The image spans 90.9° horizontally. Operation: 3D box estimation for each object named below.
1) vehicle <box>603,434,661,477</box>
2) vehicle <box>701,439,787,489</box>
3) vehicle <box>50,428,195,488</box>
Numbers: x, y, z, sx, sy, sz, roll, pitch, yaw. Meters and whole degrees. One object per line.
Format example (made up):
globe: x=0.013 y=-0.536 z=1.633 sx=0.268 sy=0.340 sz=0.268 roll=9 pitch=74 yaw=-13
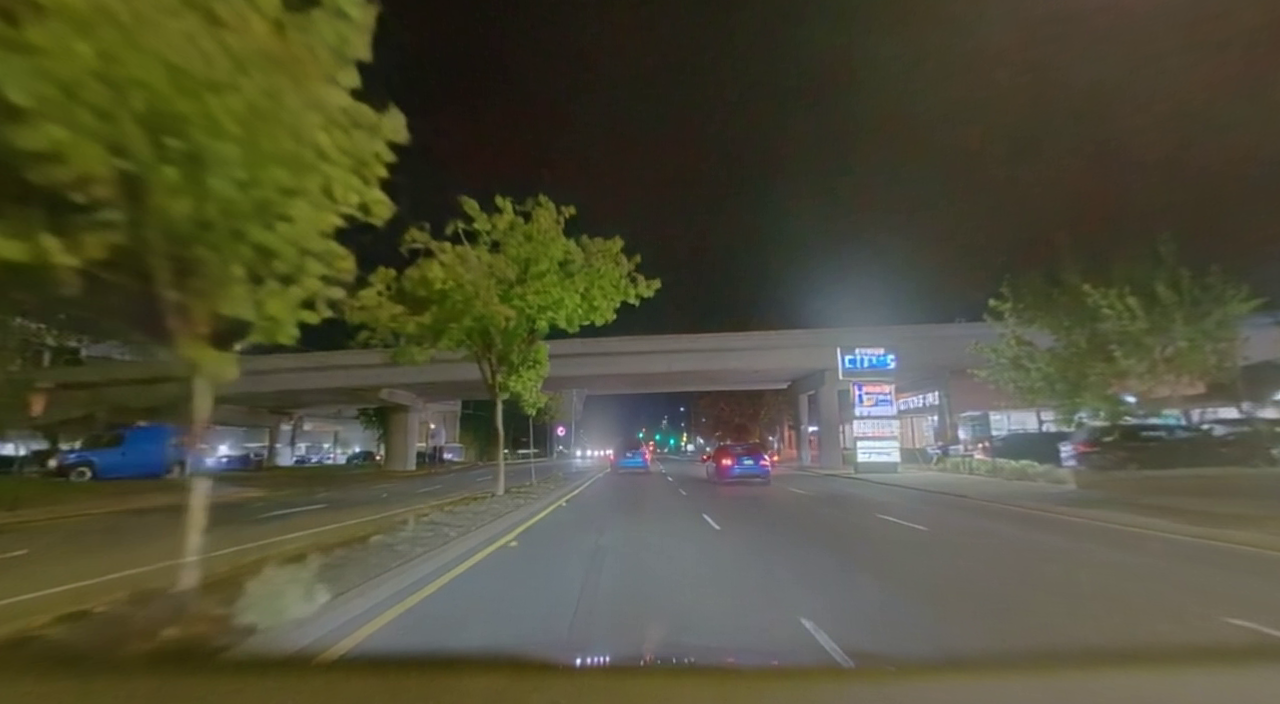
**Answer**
vehicle: x=-0.351 y=4.709 z=28.956 sx=2.441 sy=1.813 sz=4.581 roll=0 pitch=-8 yaw=0
vehicle: x=3.317 y=3.656 z=20.997 sx=1.954 sy=1.479 sz=4.557 roll=0 pitch=-8 yaw=-2
vehicle: x=-24.403 y=4.992 z=29.942 sx=4.412 sy=2.662 sz=2.544 roll=1 pitch=-8 yaw=-9
